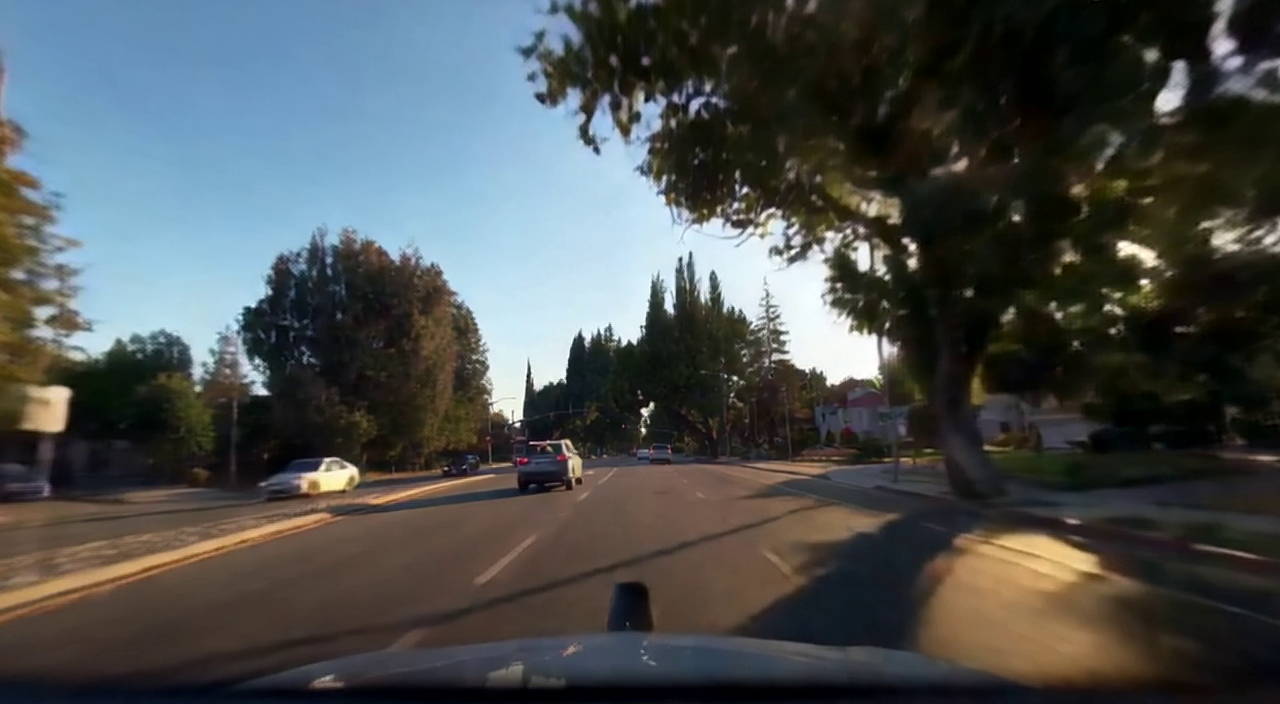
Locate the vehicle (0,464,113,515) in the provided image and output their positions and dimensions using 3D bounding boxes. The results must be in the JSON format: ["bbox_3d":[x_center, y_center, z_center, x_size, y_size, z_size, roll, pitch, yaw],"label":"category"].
[{"bbox_3d":[-24.727,5.547,25.634,4.824,1.766,1.967,1,-8,4],"label":"vehicle"}]

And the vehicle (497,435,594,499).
[{"bbox_3d":[-2.965,3.781,21.279,2.459,1.825,5.380,0,-8,0],"label":"vehicle"}]

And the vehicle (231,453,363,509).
[{"bbox_3d":[-11.728,4.405,21.998,2.061,1.631,4.502,-1,-8,0],"label":"vehicle"}]

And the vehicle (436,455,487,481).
[{"bbox_3d":[-11.604,7.568,41.353,1.952,1.500,4.543,-1,-8,1],"label":"vehicle"}]

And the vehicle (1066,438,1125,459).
[{"bbox_3d":[35.125,7.478,48.716,1.719,1.506,3.878,-1,-8,1],"label":"vehicle"}]
